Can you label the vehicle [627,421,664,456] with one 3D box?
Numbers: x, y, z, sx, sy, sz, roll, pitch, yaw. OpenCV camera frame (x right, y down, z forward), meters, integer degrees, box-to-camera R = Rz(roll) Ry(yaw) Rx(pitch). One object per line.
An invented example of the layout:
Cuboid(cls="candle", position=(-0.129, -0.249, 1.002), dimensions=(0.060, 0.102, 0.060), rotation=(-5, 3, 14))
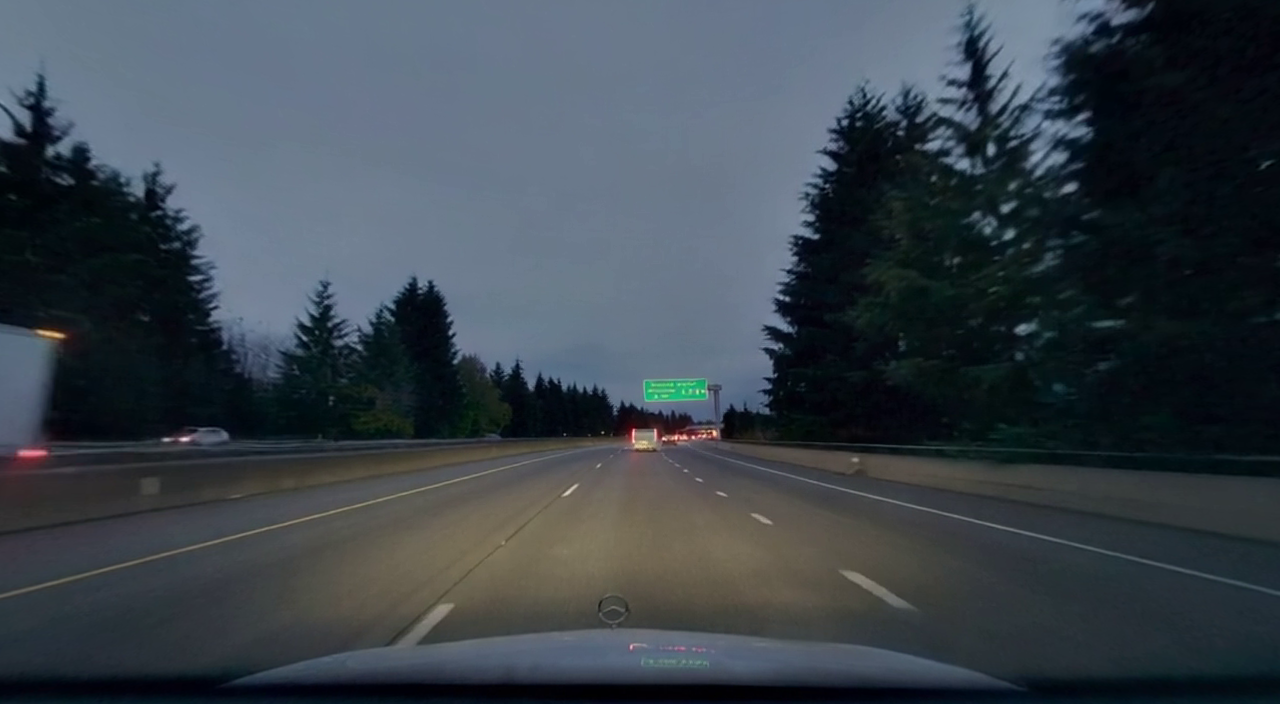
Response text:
Cuboid(cls="vehicle", position=(0.330, 6.060, 44.052), dimensions=(2.450, 2.314, 4.753), rotation=(0, -8, 0))
